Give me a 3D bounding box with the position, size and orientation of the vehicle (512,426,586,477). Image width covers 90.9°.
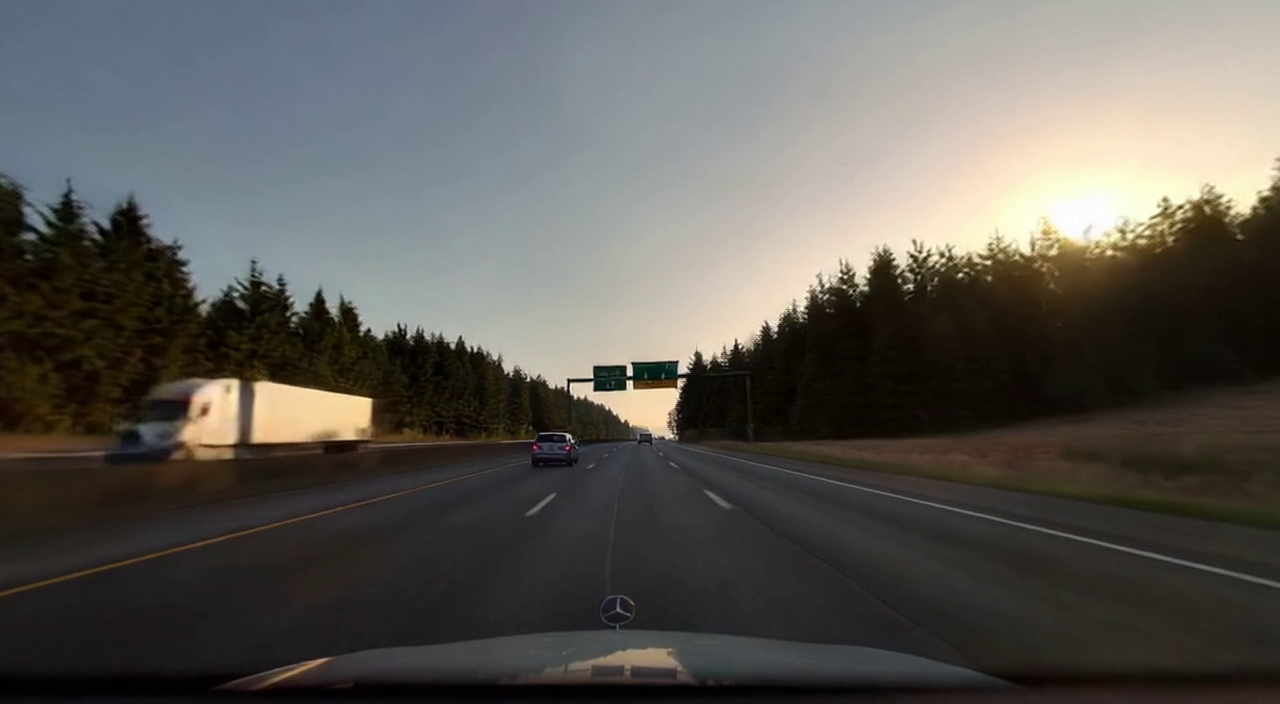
[{"bbox_3d":[-3.174,3.559,22.830,2.084,1.654,4.080,0,-8,0],"label":"vehicle"}]

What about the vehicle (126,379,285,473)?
[{"bbox_3d":[-20.728,3.643,30.679,3.131,4.064,6.177,0,-8,0],"label":"vehicle"}]
